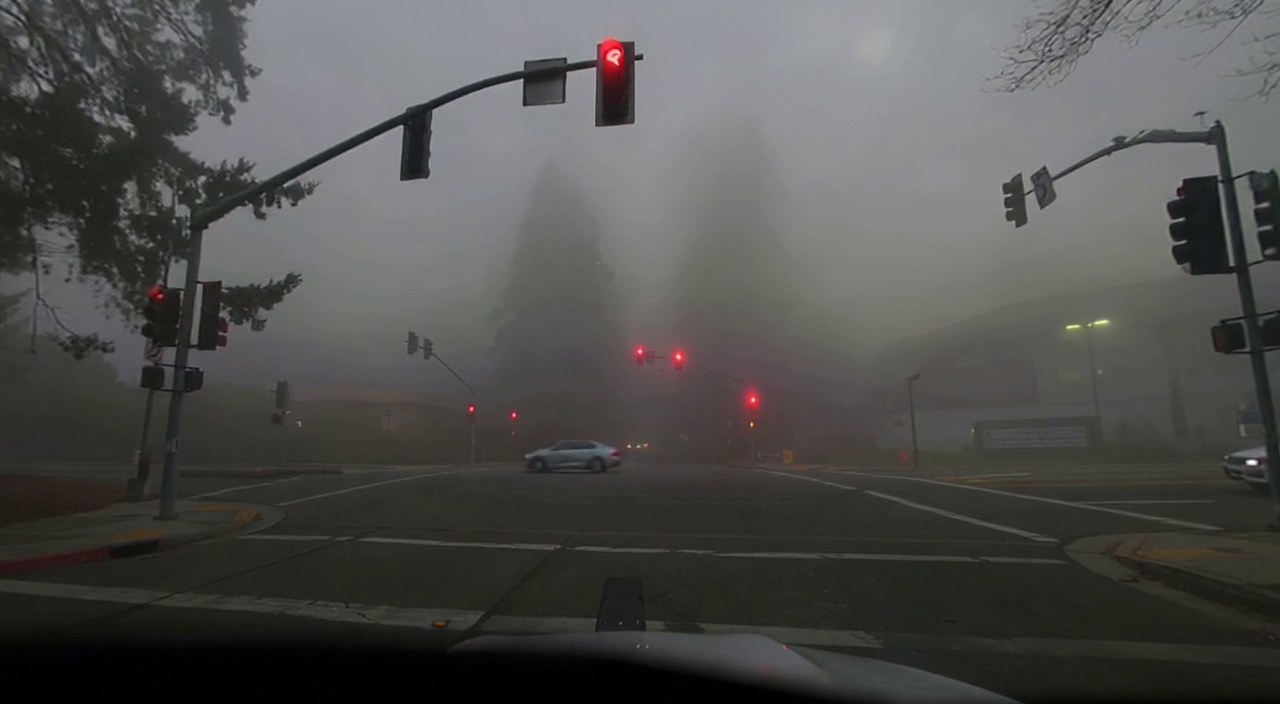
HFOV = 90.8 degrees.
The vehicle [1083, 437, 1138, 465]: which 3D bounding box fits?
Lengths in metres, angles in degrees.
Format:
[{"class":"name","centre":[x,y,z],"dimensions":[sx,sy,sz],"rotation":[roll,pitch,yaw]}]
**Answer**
[{"class":"vehicle","centre":[26.955,5.654,36.150],"dimensions":[2.092,1.474,4.046],"rotation":[-8,-11,40]}]

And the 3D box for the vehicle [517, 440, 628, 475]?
[{"class":"vehicle","centre":[-3.029,4.763,28.710],"dimensions":[4.588,1.484,2.000],"rotation":[-3,-9,14]}]
